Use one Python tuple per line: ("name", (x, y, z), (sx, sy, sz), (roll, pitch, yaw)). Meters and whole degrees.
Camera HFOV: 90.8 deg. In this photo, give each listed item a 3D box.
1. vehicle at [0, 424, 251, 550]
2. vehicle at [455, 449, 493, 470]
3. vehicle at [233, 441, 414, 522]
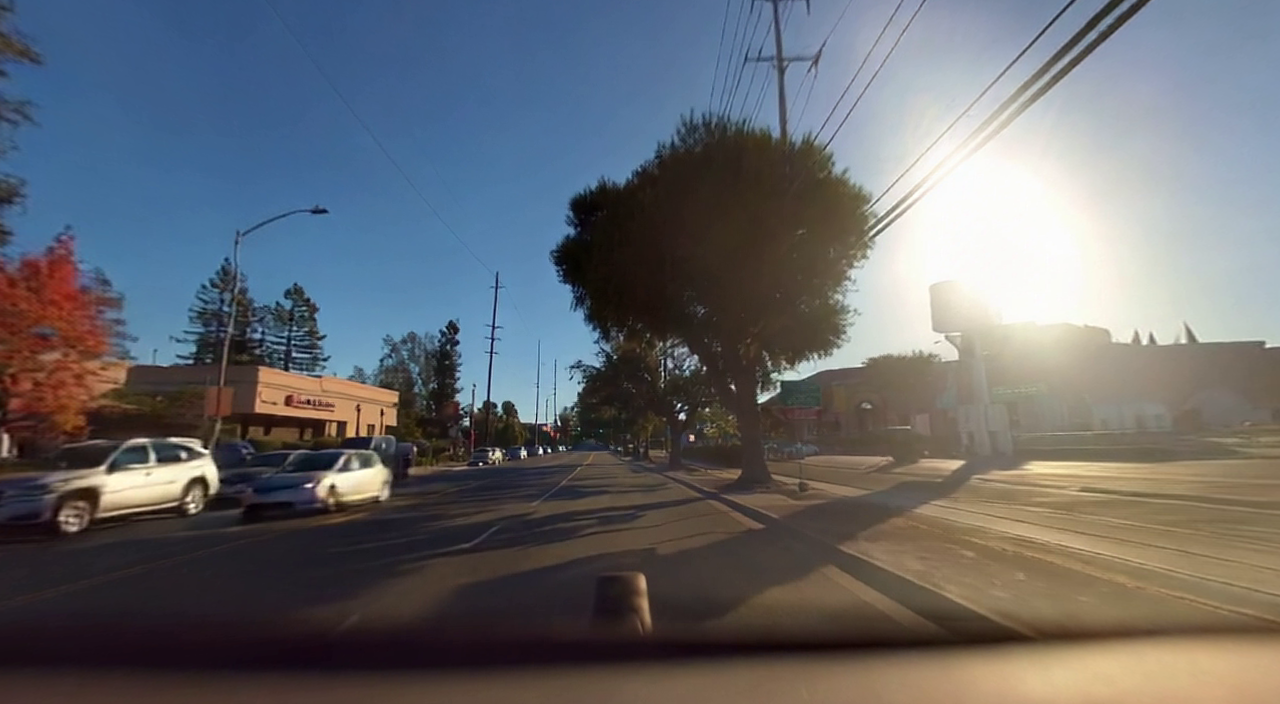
("vehicle", (-10.024, 2.432, 12.164), (2.016, 1.872, 5.297), (1, -9, -5))
("vehicle", (-12.231, 7.913, 46.730), (1.939, 1.502, 4.398), (1, -9, -5))
("vehicle", (-6.803, 2.806, 14.219), (1.849, 1.512, 4.302), (0, -9, 0))
